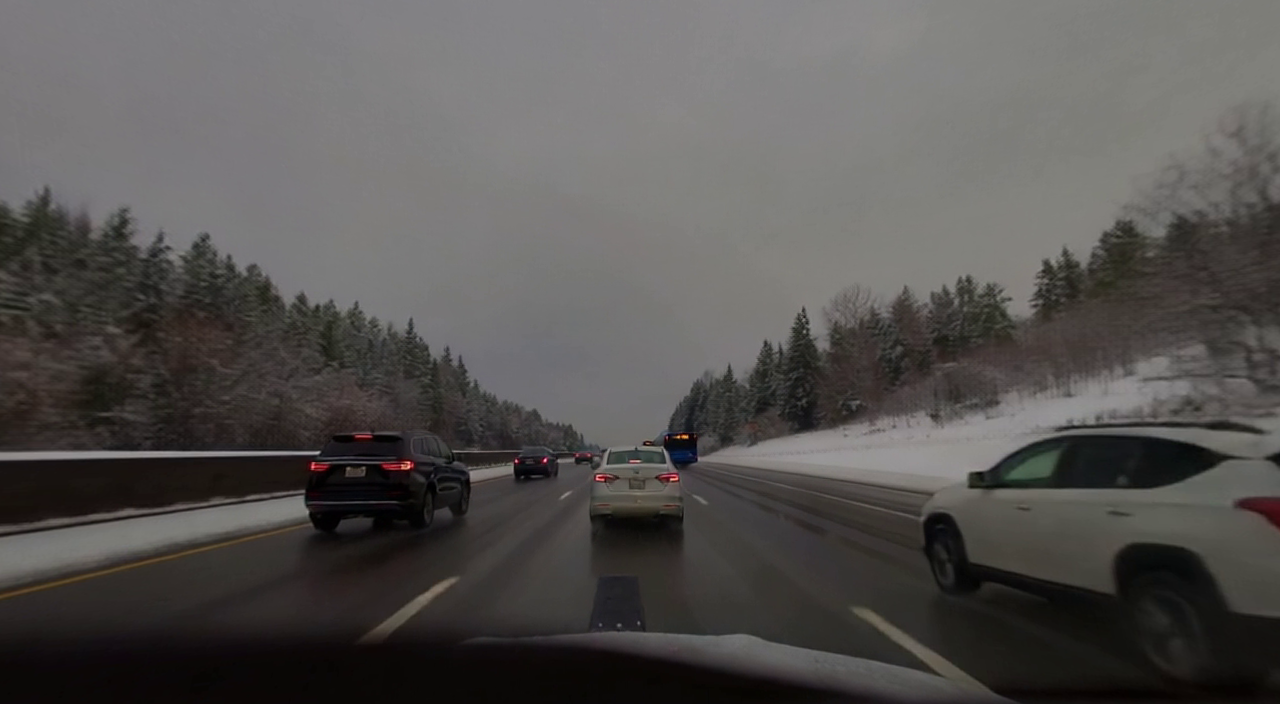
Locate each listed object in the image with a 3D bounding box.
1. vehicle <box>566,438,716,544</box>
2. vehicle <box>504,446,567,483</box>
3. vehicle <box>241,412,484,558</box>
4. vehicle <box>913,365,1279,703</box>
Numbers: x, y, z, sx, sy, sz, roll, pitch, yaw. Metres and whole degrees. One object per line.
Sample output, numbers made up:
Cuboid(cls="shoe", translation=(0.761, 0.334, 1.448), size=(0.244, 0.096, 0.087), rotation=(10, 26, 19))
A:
Cuboid(cls="vehicle", translation=(-0.044, 2.308, 11.105), size=(2.120, 1.478, 4.179), rotation=(0, -9, -2))
Cuboid(cls="vehicle", translation=(-4.458, 4.855, 27.498), size=(2.122, 1.491, 3.800), rotation=(0, -9, -1))
Cuboid(cls="vehicle", translation=(-3.792, 1.886, 9.562), size=(1.830, 1.703, 4.142), rotation=(0, -9, -1))
Cuboid(cls="vehicle", translation=(3.706, 1.104, 3.964), size=(1.996, 1.688, 4.207), rotation=(0, -9, -1))
